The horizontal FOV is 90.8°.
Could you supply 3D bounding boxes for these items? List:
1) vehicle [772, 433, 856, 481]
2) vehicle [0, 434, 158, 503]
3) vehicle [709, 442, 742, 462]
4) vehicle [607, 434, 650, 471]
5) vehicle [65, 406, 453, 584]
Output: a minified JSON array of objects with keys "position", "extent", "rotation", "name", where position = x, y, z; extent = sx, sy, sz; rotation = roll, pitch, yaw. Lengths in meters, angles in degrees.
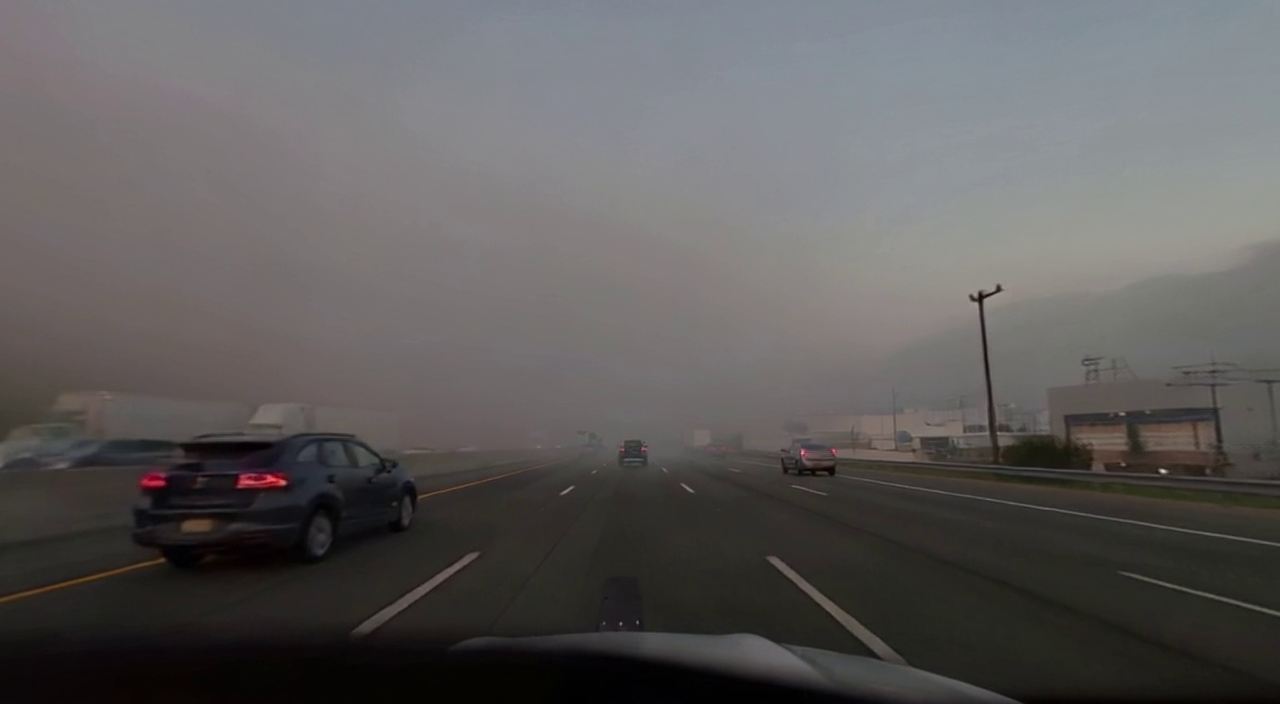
[{"position":[6.540,3.993,24.232],"extent":[1.944,1.666,4.184],"rotation":[0,-9,-1],"name":"vehicle"},{"position":[-13.788,2.743,15.210],"extent":[1.599,1.438,3.419],"rotation":[0,-9,0],"name":"vehicle"},{"position":[6.632,7.795,49.269],"extent":[1.879,1.428,4.402],"rotation":[0,-9,-1],"name":"vehicle"},{"position":[-0.528,5.089,32.139],"extent":[2.002,1.759,4.658],"rotation":[0,-8,0],"name":"vehicle"},{"position":[-4.220,1.669,8.225],"extent":[2.126,1.631,4.643],"rotation":[0,-8,0],"name":"vehicle"}]
